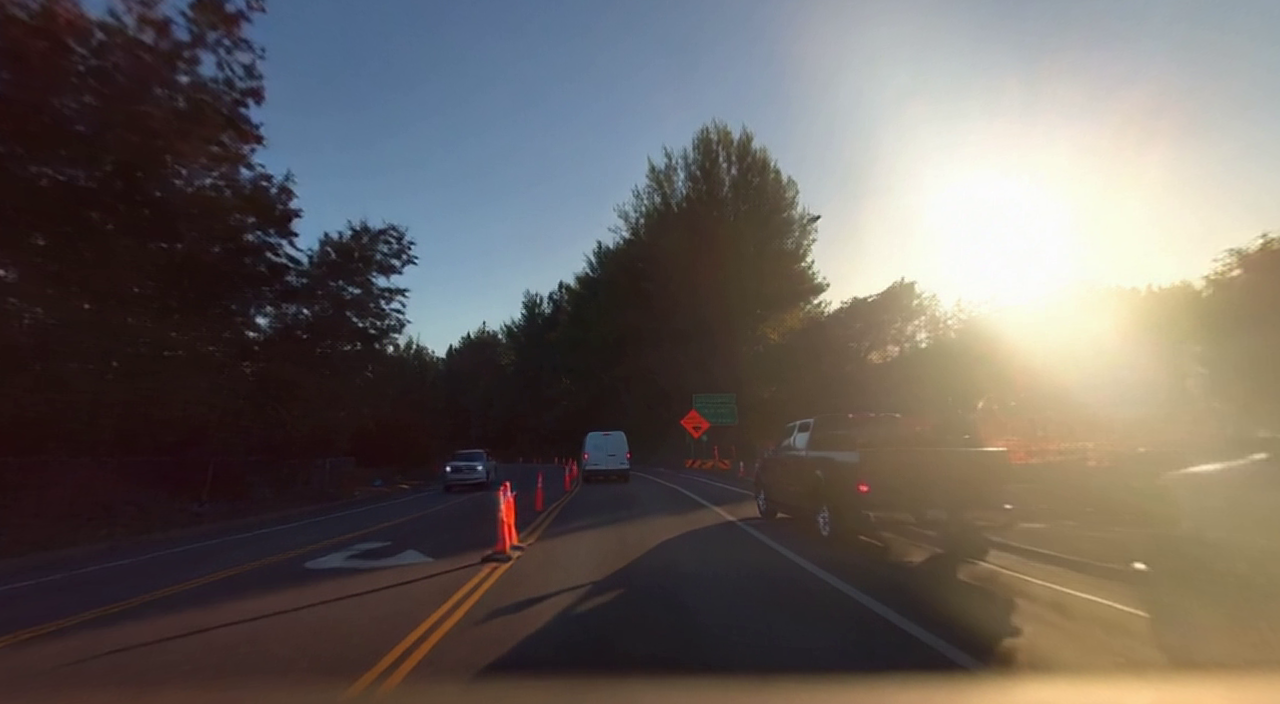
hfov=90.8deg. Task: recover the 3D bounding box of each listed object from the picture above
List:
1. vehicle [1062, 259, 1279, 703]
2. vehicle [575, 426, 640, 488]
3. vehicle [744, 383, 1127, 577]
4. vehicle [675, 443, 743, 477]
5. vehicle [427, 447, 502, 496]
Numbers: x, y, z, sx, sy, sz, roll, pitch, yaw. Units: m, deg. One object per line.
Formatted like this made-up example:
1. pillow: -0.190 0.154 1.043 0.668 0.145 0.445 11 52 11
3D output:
1. vehicle: 4.186 0.361 0.801 2.613 2.153 6.713 0 -9 0
2. vehicle: -1.441 4.251 25.765 2.362 2.247 4.892 1 -9 -6
3. vehicle: 3.559 1.816 9.874 2.415 1.932 6.910 1 -9 -2
4. vehicle: 2.907 4.686 27.500 2.277 1.299 3.889 -1 -9 -3
5. vehicle: -6.778 4.628 24.859 1.992 1.712 4.504 1 -9 -5
